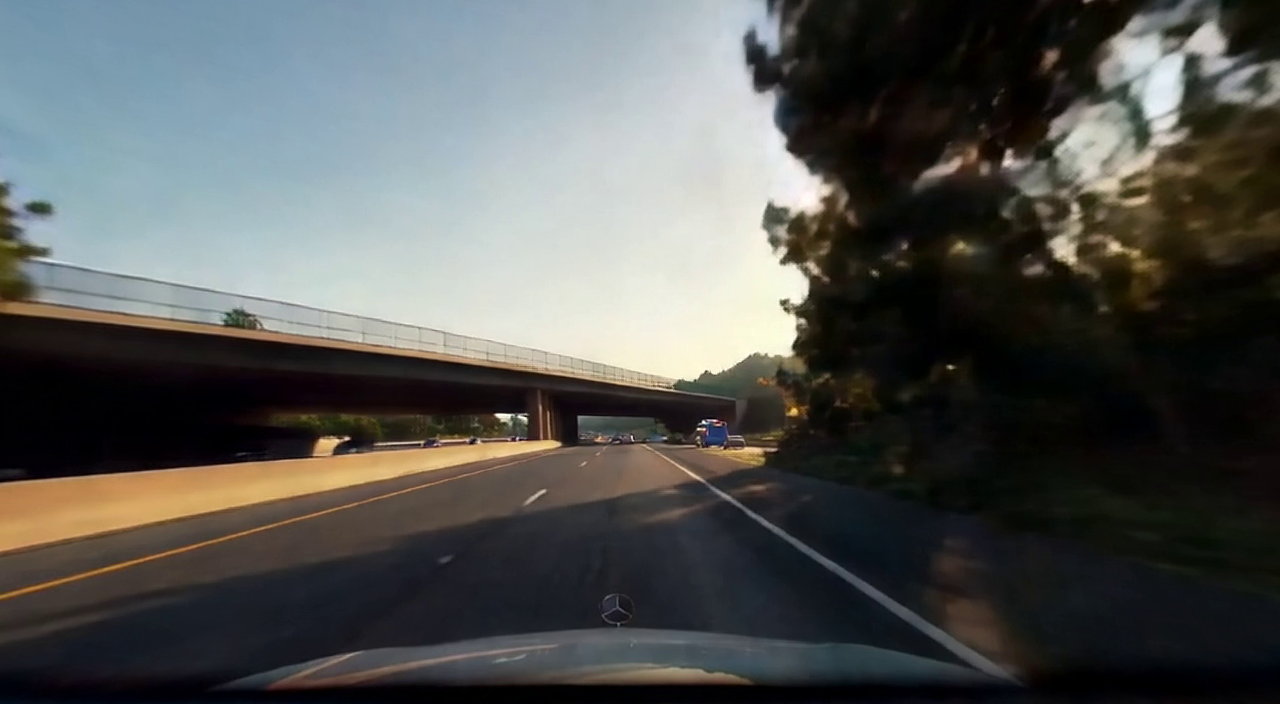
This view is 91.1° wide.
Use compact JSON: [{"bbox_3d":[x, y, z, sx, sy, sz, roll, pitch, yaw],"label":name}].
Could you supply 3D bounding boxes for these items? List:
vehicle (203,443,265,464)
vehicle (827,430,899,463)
[{"bbox_3d":[-31.150,7.766,48.376,1.807,1.517,4.196,-1,-8,3],"label":"vehicle"},{"bbox_3d":[10.396,4.419,29.562,1.880,1.460,3.770,0,-8,-2],"label":"vehicle"}]
